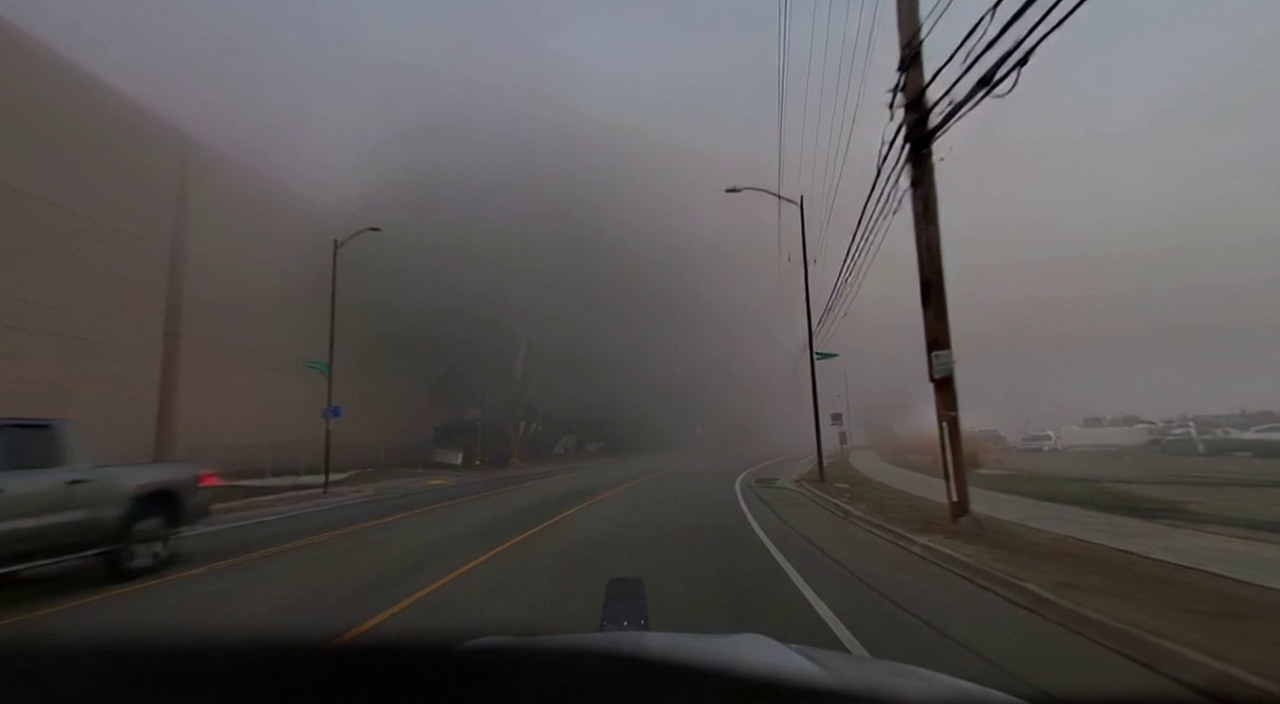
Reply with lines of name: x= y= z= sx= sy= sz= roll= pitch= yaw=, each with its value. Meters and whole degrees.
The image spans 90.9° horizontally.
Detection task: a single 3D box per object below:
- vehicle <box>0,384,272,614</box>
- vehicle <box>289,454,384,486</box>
vehicle: x=-6.718 y=1.409 z=6.363 sx=2.490 sy=1.961 sz=5.553 roll=-1 pitch=-8 yaw=2
vehicle: x=-15.478 y=5.986 z=32.105 sx=4.513 sy=1.450 sz=2.078 roll=-5 pitch=-9 yaw=28
